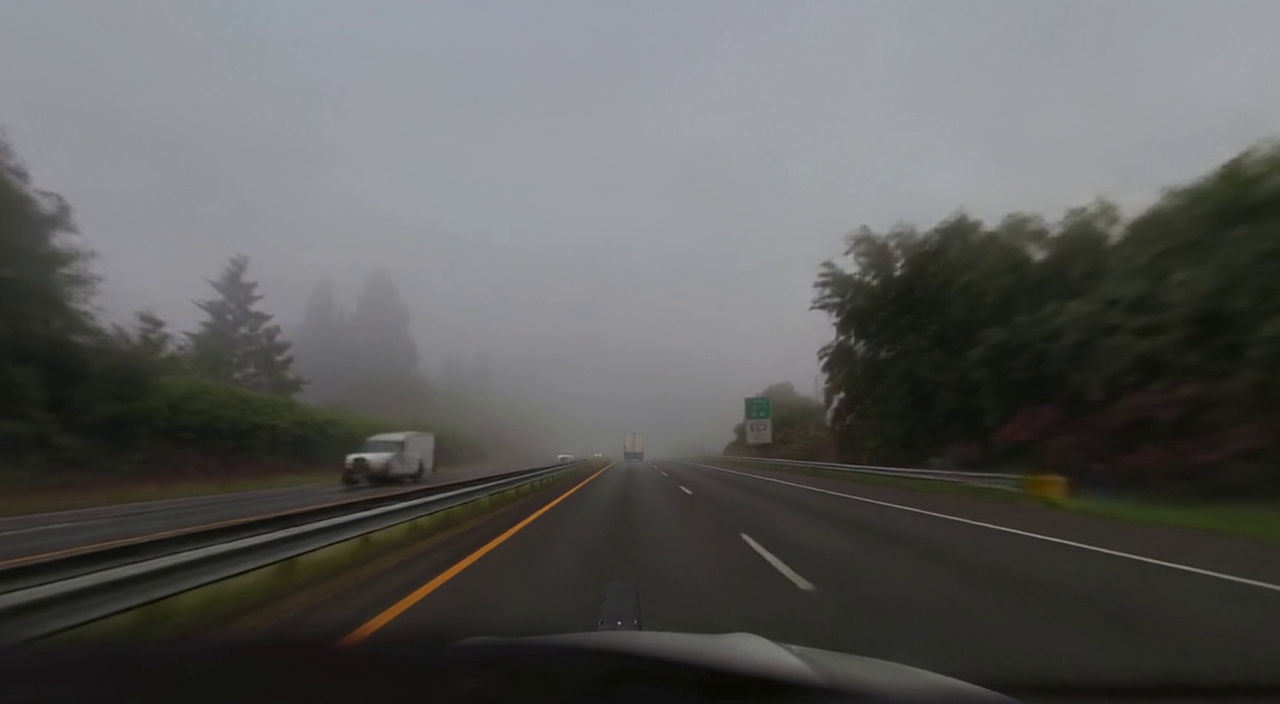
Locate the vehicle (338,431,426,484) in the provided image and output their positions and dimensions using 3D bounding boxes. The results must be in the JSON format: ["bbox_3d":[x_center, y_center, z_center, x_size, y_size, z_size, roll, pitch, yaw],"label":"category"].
[{"bbox_3d":[-14.066,5.805,34.652,2.333,2.641,5.883,0,-9,0],"label":"vehicle"}]
